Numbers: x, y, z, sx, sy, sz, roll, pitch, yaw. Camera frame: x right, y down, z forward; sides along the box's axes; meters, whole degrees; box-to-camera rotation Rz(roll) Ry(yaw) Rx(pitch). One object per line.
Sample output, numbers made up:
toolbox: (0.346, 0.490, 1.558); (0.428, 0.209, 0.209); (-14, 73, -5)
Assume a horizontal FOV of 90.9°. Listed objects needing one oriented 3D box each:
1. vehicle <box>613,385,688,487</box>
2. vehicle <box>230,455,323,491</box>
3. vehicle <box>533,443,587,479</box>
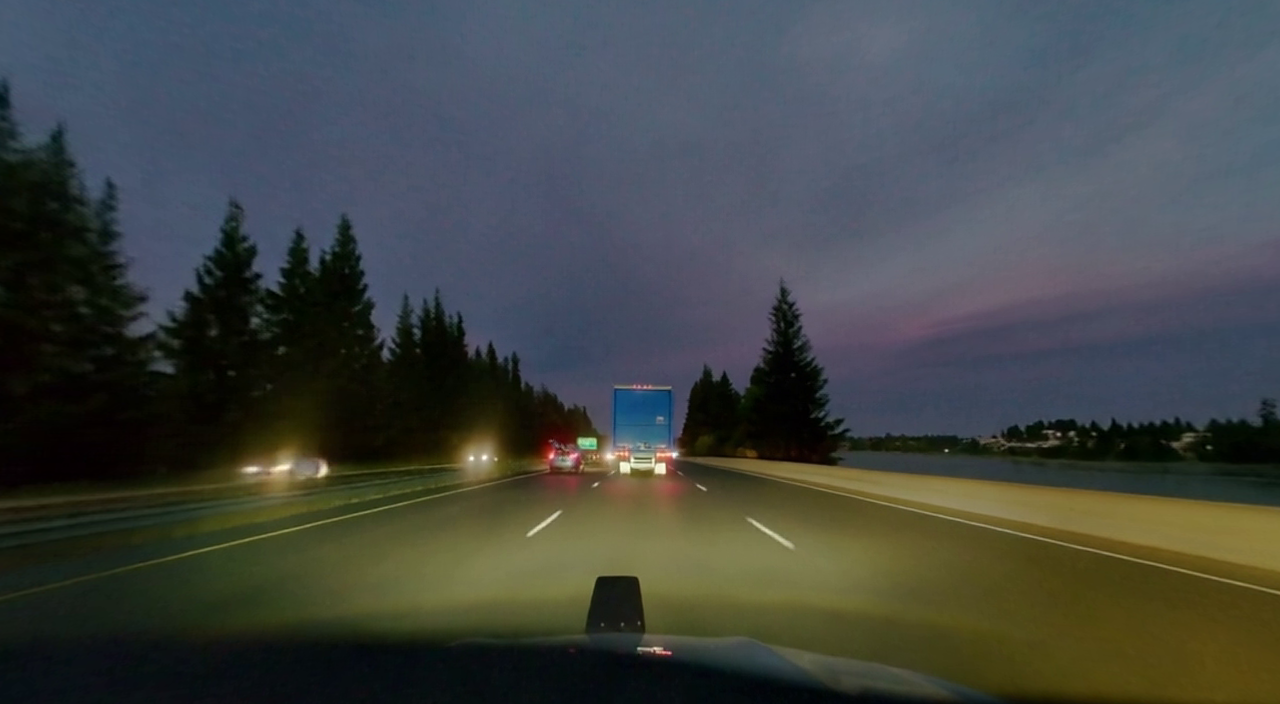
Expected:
vehicle: (0.470, 3.870, 28.380); (2.821, 3.878, 8.925); (0, -9, 1)
vehicle: (-16.230, 5.398, 28.351); (1.779, 1.438, 3.897); (0, -9, 1)
vehicle: (-3.880, 5.386, 31.409); (2.018, 1.632, 4.722); (0, -9, 1)
